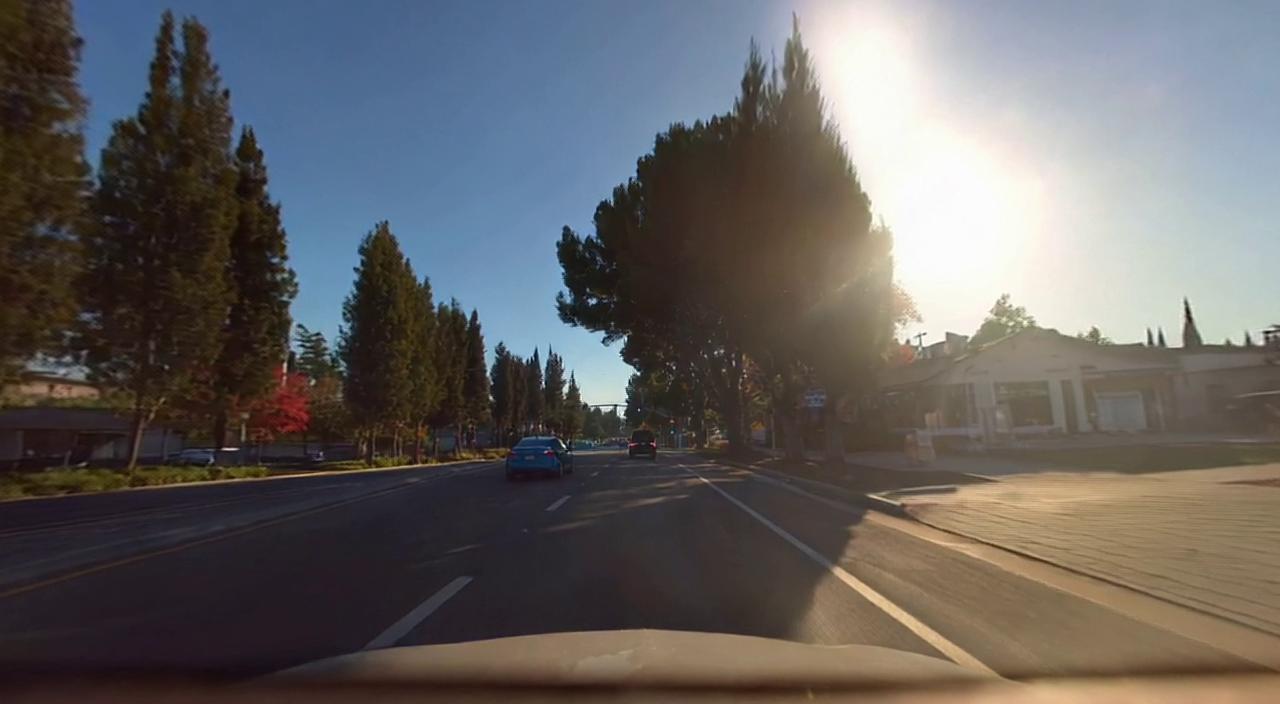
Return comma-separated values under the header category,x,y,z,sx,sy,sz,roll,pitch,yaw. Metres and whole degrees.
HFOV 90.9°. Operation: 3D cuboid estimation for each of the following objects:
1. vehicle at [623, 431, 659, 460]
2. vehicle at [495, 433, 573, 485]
category,x,y,z,sx,sy,sz,roll,pitch,yaw
vehicle,0.041,6.047,40.825,2.213,1.778,4.107,0,-8,0
vehicle,-3.609,3.736,22.324,1.914,1.630,4.351,0,-8,1
